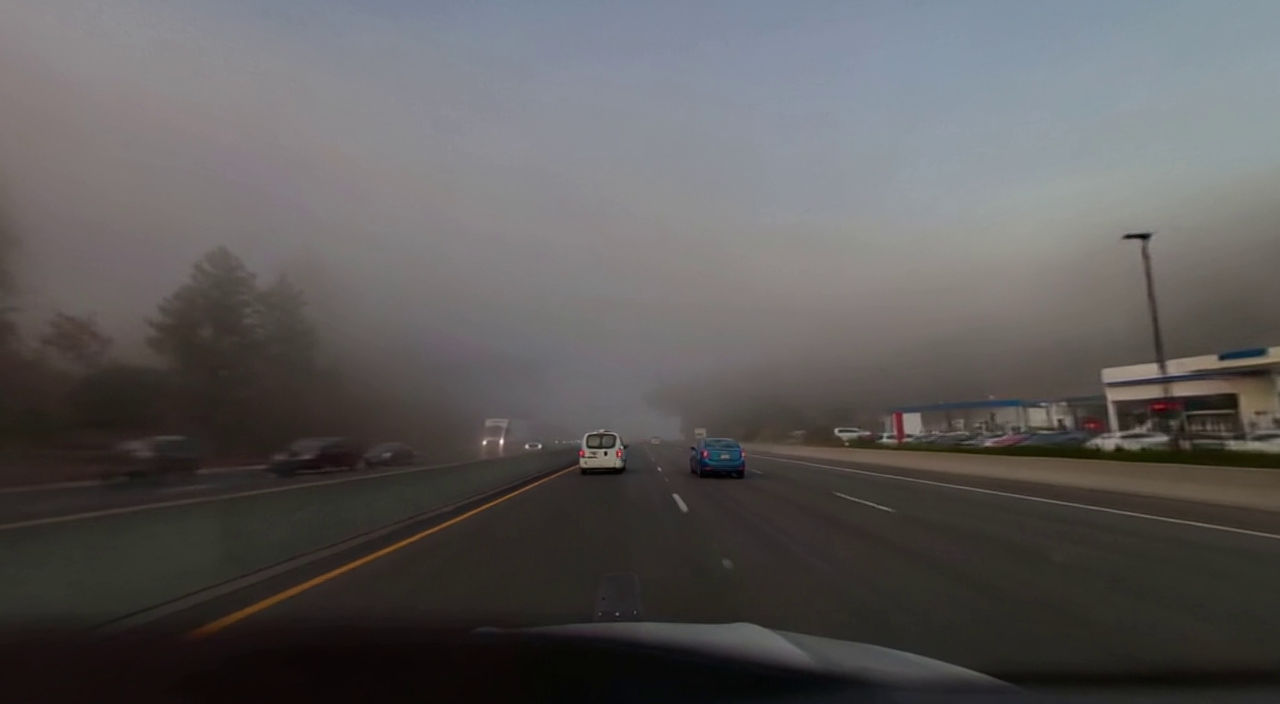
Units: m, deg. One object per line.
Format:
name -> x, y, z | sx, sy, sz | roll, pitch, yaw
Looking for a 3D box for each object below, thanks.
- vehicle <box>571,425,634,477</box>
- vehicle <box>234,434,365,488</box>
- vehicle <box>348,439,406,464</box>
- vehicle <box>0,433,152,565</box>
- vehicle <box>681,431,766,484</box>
vehicle -> -1.290, 3.644, 23.534 | 2.061, 1.732, 4.457 | 0, -8, 0
vehicle -> -12.063, 3.852, 22.745 | 2.180, 1.748, 4.368 | 0, -8, 1
vehicle -> -16.974, 6.420, 40.915 | 1.804, 1.525, 4.619 | 0, -8, 0
vehicle -> -9.690, 2.011, 8.727 | 2.166, 1.761, 4.535 | 0, -8, 0
vehicle -> 2.661, 3.481, 21.289 | 2.151, 1.550, 4.694 | 0, -8, -1
